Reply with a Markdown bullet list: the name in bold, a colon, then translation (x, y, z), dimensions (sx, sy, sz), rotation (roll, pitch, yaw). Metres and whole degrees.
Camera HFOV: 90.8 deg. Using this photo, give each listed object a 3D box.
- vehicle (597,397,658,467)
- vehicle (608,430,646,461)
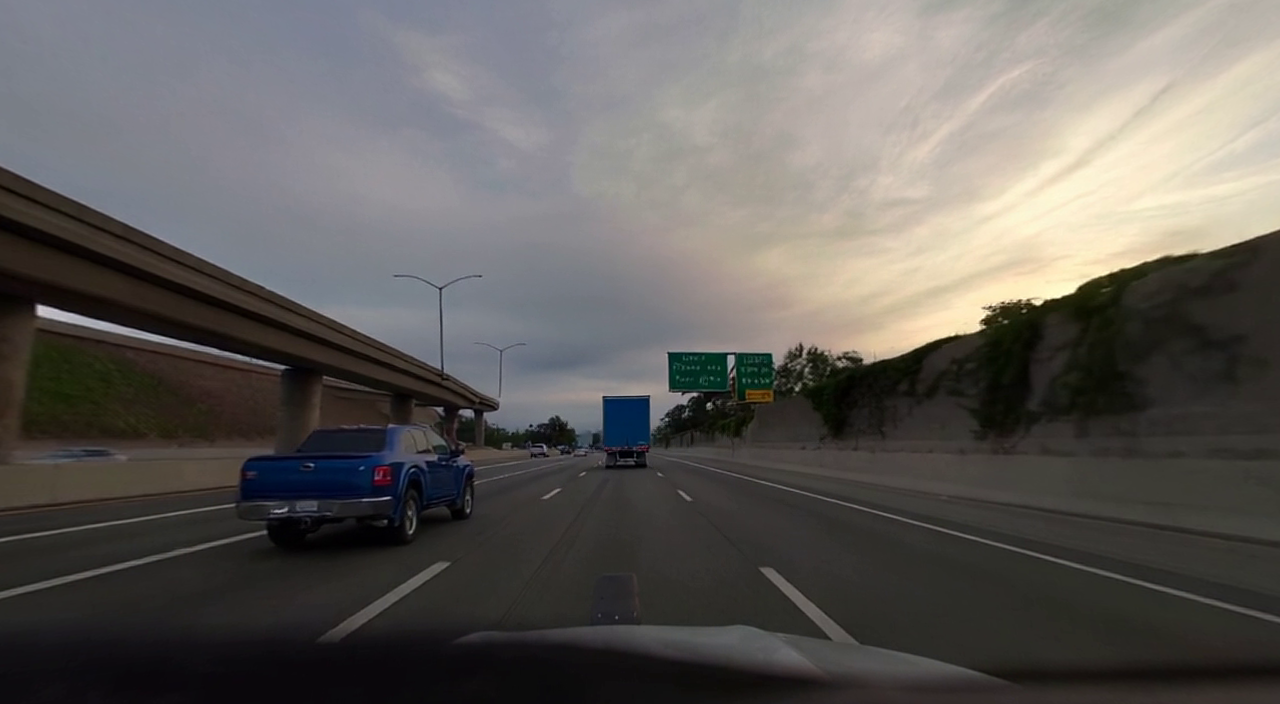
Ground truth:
- **vehicle**: translation (-0.620, 5.126, 39.547), dimensions (3.233, 3.678, 11.032), rotation (1, -9, 1)
- **vehicle**: translation (-0.731, 5.385, 36.520), dimensions (2.052, 1.666, 4.358), rotation (0, -8, -1)
